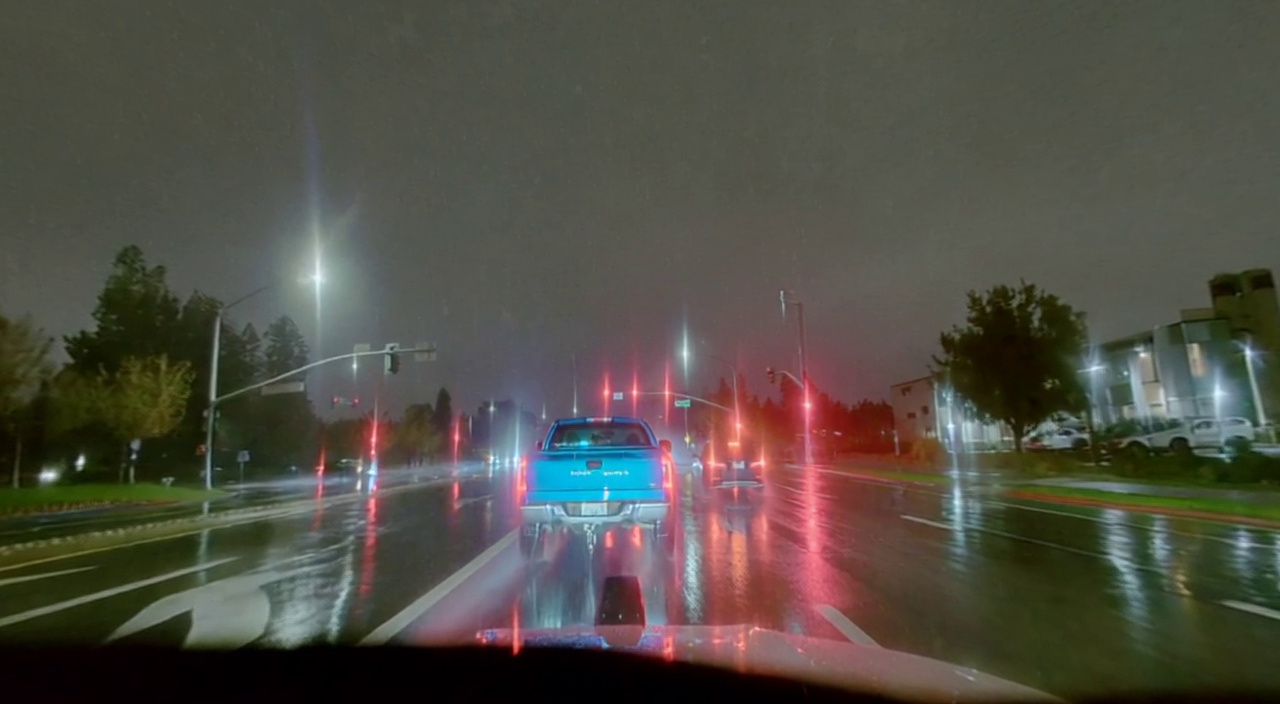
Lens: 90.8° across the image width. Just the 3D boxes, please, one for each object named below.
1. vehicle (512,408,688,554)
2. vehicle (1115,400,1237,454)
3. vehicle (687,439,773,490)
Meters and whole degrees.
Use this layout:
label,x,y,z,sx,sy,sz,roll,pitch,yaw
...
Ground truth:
label,x,y,z,sx,sy,sz,roll,pitch,yaw
vehicle,-0.500,1.927,10.153,2.145,1.762,4.731,0,-9,0
vehicle,30.457,4.341,36.105,2.892,2.881,4.178,2,-9,-15
vehicle,2.811,3.635,20.818,2.073,1.484,4.437,0,-9,-1
